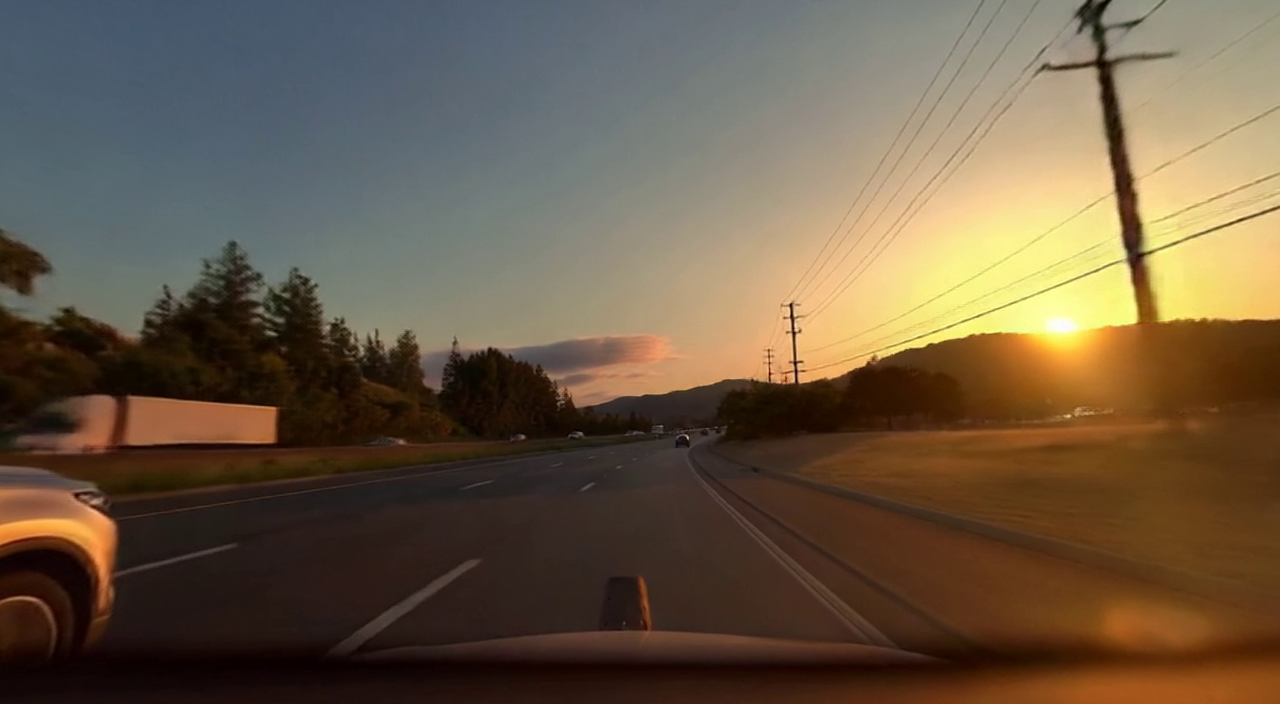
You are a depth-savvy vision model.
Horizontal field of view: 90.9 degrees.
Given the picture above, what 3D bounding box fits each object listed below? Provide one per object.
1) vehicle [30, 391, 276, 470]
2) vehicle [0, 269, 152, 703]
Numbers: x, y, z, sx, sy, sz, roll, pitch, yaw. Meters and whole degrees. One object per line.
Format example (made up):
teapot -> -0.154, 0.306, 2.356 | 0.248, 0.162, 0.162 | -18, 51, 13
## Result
vehicle -> -28.733, 5.017, 39.045 | 3.156, 3.925, 14.556 | -1, -8, 2
vehicle -> -3.590, 0.403, 0.613 | 2.136, 1.975, 5.037 | 0, -8, 0
